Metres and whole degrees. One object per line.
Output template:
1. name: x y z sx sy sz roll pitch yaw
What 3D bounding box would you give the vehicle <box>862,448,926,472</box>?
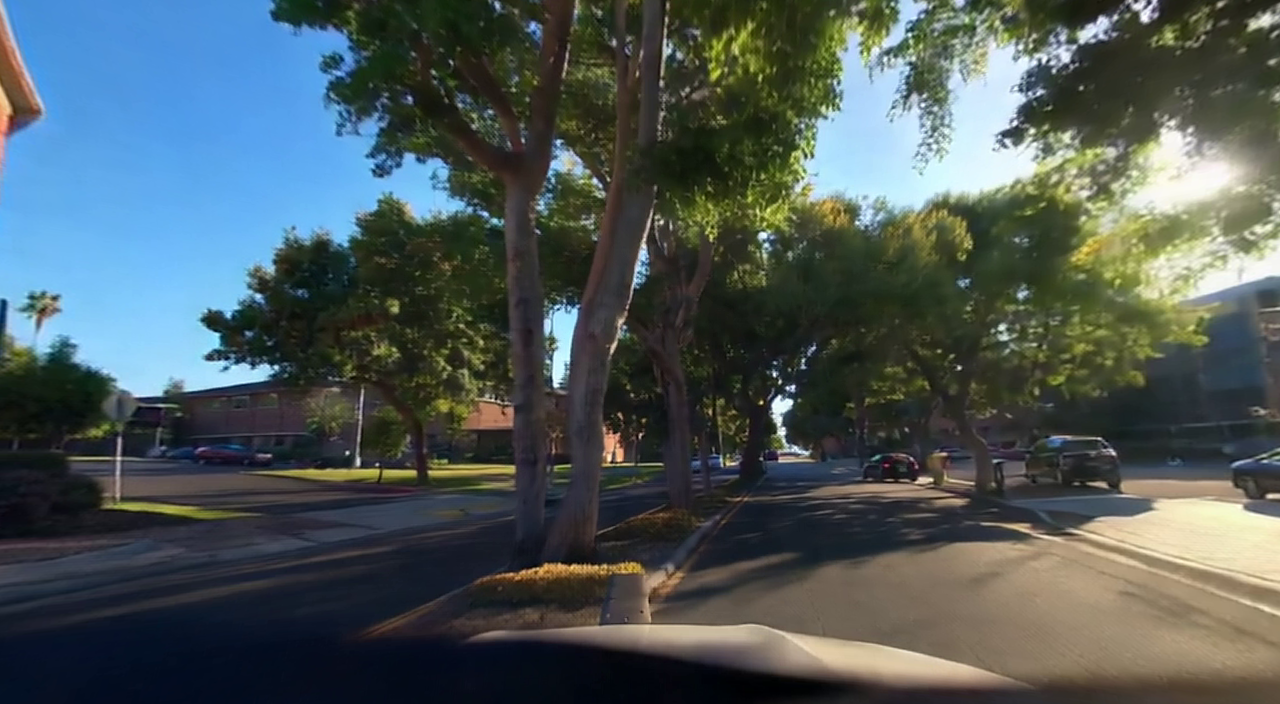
1. vehicle: 19.273 8.196 48.026 4.277 1.740 2.097 -2 -9 16

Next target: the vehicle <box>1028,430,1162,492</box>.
1. vehicle: 15.067 3.612 21.233 2.018 1.840 4.662 -2 -9 15

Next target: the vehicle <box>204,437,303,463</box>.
1. vehicle: -24.499 6.223 40.133 4.814 1.609 2.197 1 -9 -4
